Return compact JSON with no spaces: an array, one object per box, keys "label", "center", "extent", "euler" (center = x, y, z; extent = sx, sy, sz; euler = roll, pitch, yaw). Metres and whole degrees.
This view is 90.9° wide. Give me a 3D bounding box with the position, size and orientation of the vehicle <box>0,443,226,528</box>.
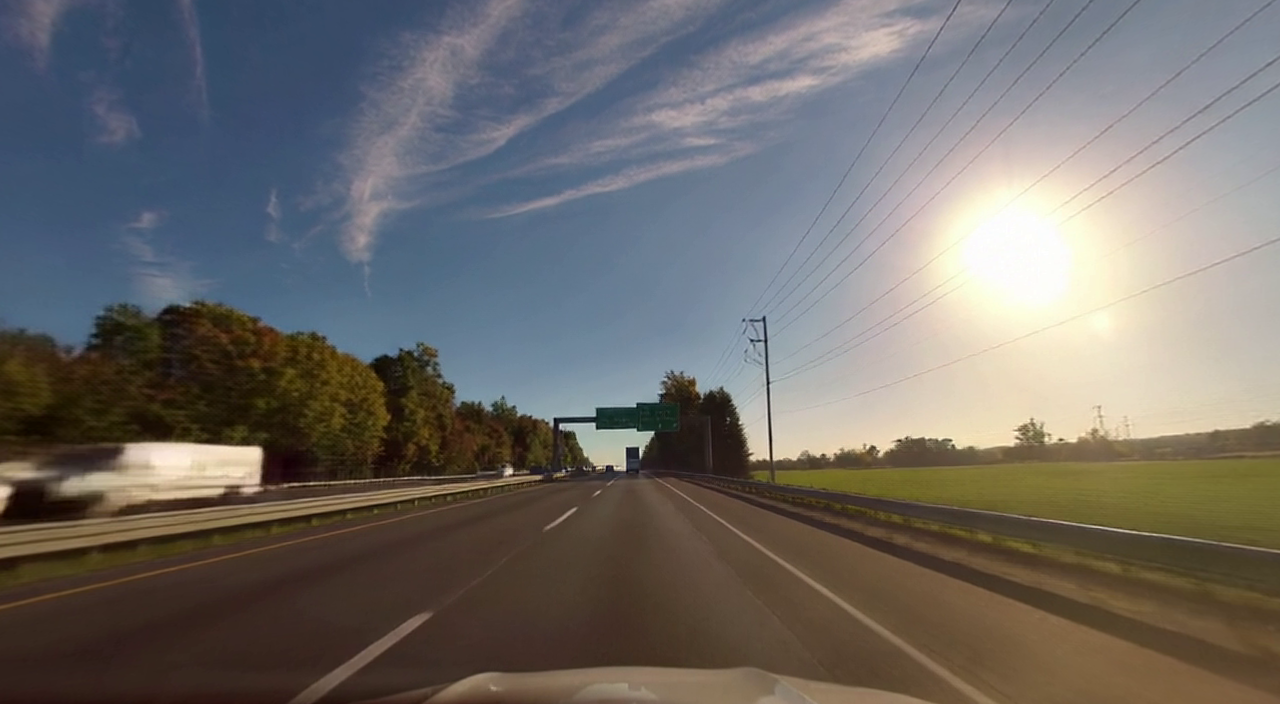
[{"label":"vehicle","center":[-12.270,3.048,14.734],"extent":[2.033,1.649,4.579],"euler":[1,-10,0]}]
